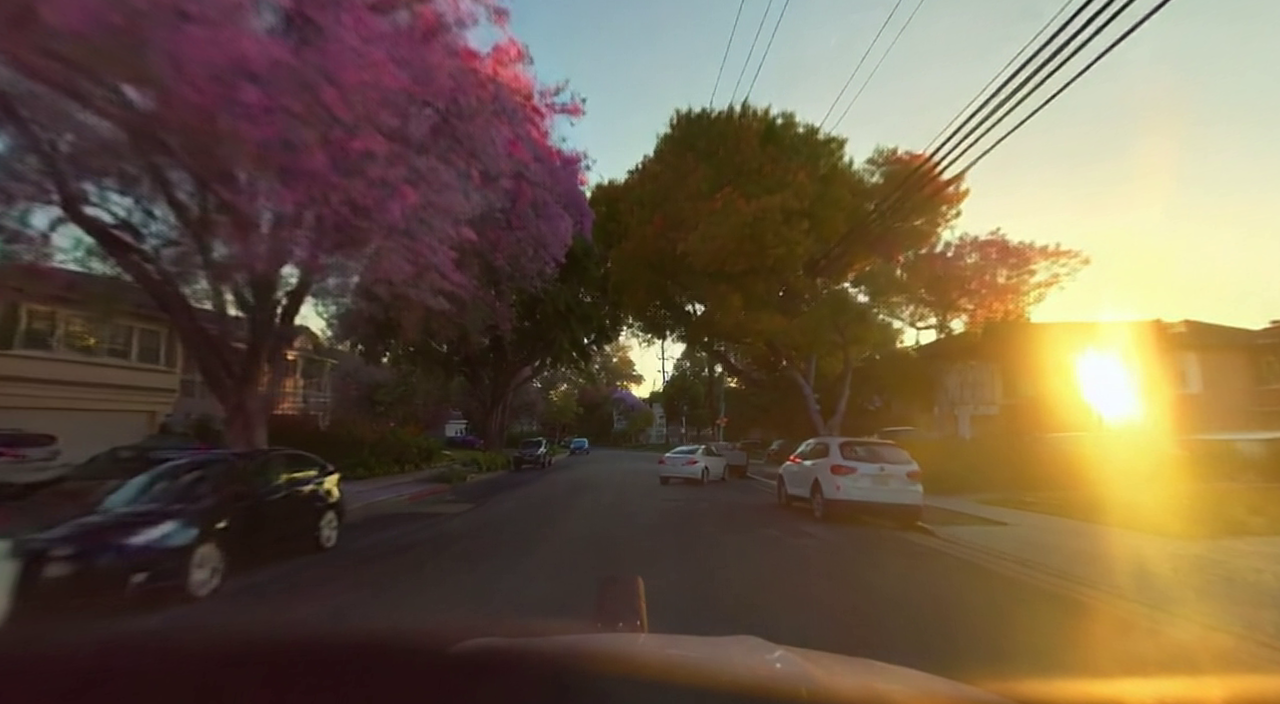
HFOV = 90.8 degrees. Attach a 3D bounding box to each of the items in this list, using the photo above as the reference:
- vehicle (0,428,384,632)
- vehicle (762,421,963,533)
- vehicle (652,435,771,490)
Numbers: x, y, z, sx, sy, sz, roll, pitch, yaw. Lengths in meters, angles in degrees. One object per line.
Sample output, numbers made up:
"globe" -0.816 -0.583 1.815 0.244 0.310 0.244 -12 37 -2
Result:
"vehicle" -4.765 1.624 6.932 1.810 1.446 4.668 0 -8 2
"vehicle" 3.811 2.224 11.842 2.103 1.679 4.386 0 -8 -1
"vehicle" 2.312 3.277 19.122 2.075 1.449 4.526 -4 -9 27
